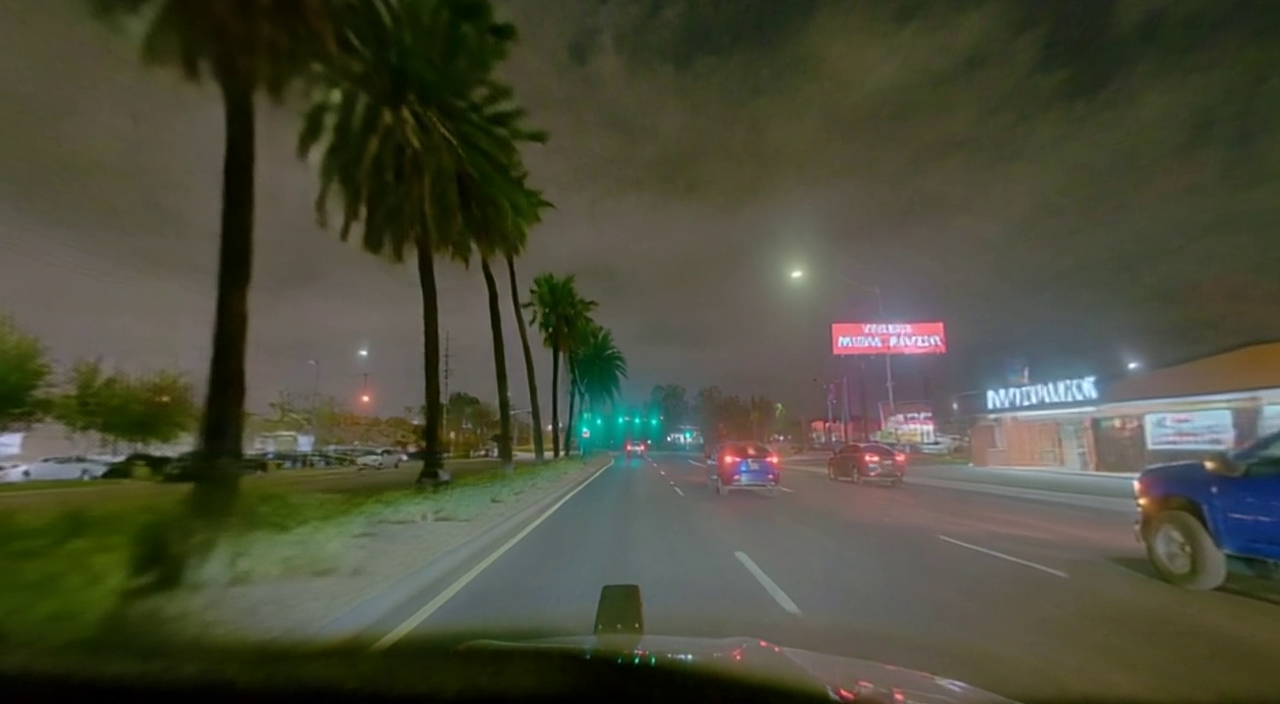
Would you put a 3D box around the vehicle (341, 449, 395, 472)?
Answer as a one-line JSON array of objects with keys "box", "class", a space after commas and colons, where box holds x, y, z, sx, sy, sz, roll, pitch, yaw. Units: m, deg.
[{"box": [-19.545, 7.804, 45.646, 1.840, 1.524, 4.923, 0, -8, -2], "class": "vehicle"}]

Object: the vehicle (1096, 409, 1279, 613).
[{"box": [6.169, 1.147, 4.220, 2.140, 1.606, 5.437, 0, -9, -1], "class": "vehicle"}]

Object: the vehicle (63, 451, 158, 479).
[{"box": [-31.962, 6.805, 38.251, 4.210, 1.549, 1.855, 7, -11, -40], "class": "vehicle"}]

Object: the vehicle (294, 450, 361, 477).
[{"box": [-19.500, 6.943, 39.678, 1.983, 1.492, 4.904, -1, -8, -3], "class": "vehicle"}]

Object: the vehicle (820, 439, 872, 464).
[{"box": [15.367, 7.478, 47.473, 2.067, 1.772, 4.910, 0, -9, -2], "class": "vehicle"}]

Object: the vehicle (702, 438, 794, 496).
[{"box": [3.115, 3.400, 19.130, 1.889, 1.541, 4.303, 0, -8, -2], "class": "vehicle"}]

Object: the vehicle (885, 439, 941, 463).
[{"box": [20.542, 7.459, 47.766, 1.925, 1.724, 4.458, 1, -9, -4], "class": "vehicle"}]

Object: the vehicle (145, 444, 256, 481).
[{"box": [-24.329, 6.112, 35.372, 2.112, 1.821, 5.960, -1, -8, -2], "class": "vehicle"}]

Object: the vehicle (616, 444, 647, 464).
[{"box": [-0.683, 7.853, 48.621, 2.258, 1.468, 4.076, 0, -8, -2], "class": "vehicle"}]
